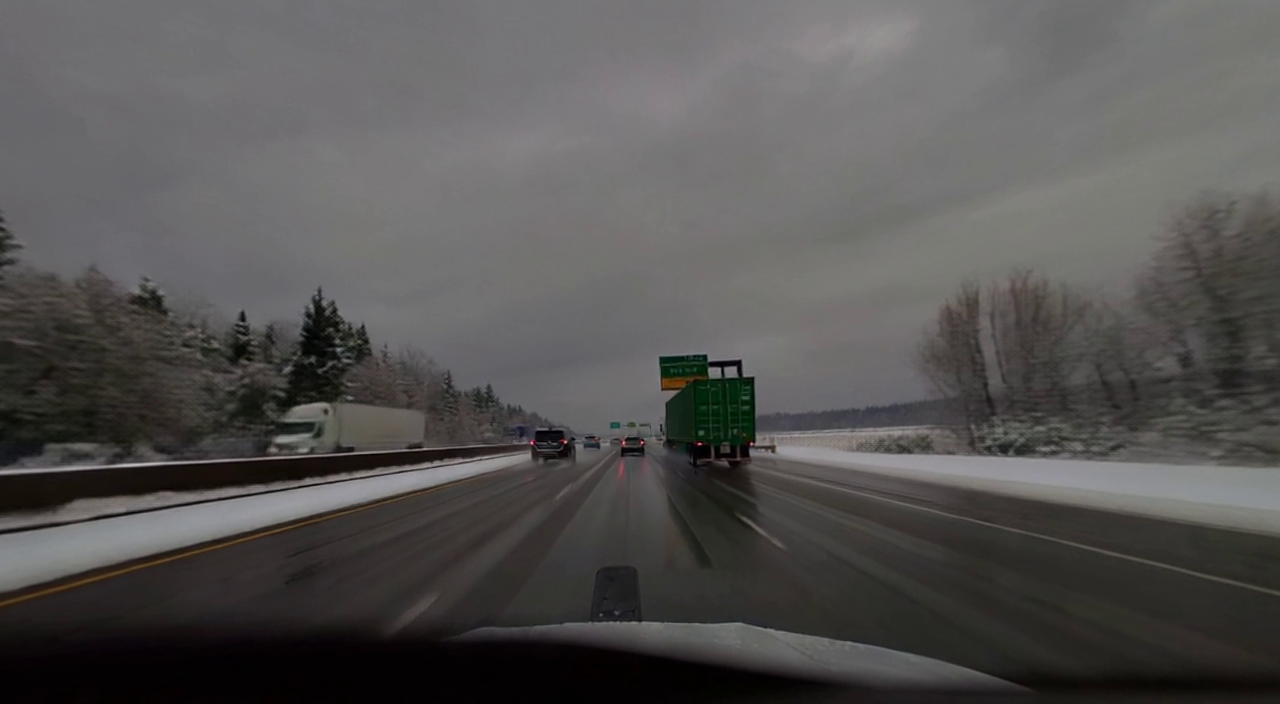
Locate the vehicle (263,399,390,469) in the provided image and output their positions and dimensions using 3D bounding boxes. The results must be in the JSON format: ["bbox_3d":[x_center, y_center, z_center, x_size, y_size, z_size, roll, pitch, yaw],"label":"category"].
[{"bbox_3d":[-20.080,5.405,41.381,3.018,3.996,10.573,0,-8,-1],"label":"vehicle"}]

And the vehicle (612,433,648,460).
[{"bbox_3d":[-0.612,5.770,38.644,2.088,1.567,4.240,0,-8,-1],"label":"vehicle"}]

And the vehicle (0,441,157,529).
[{"bbox_3d":[-12.051,2.531,12.459,1.871,1.495,3.907,0,-8,-1],"label":"vehicle"}]

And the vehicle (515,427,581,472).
[{"bbox_3d":[-3.608,3.911,25.484,2.054,1.671,4.445,0,-8,0],"label":"vehicle"}]

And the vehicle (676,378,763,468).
[{"bbox_3d":[3.606,3.557,30.833,2.883,3.836,7.894,0,-8,-2],"label":"vehicle"}]
